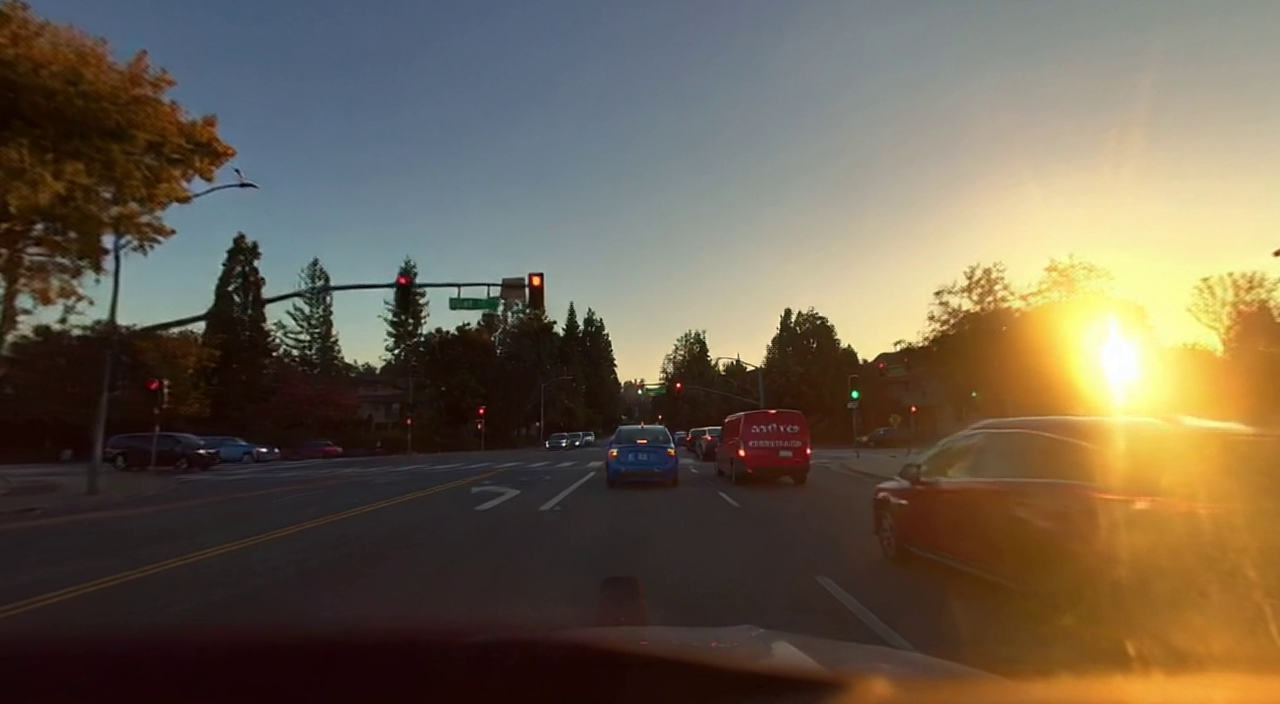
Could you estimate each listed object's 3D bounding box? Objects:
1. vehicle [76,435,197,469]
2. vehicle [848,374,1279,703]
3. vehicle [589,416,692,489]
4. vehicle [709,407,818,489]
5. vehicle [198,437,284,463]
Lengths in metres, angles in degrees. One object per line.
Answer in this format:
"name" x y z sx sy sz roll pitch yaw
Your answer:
"vehicle" -28.219 5.613 35.356 4.757 1.841 2.121 1 -8 -7
"vehicle" 3.319 1.166 4.729 1.934 1.506 4.544 0 -8 0
"vehicle" 0.046 2.590 16.383 2.321 1.624 4.367 0 -8 1
"vehicle" 3.156 2.583 16.997 2.059 1.924 4.257 0 -8 0
"vehicle" -25.073 6.159 39.567 4.073 1.603 1.920 1 -8 -8
